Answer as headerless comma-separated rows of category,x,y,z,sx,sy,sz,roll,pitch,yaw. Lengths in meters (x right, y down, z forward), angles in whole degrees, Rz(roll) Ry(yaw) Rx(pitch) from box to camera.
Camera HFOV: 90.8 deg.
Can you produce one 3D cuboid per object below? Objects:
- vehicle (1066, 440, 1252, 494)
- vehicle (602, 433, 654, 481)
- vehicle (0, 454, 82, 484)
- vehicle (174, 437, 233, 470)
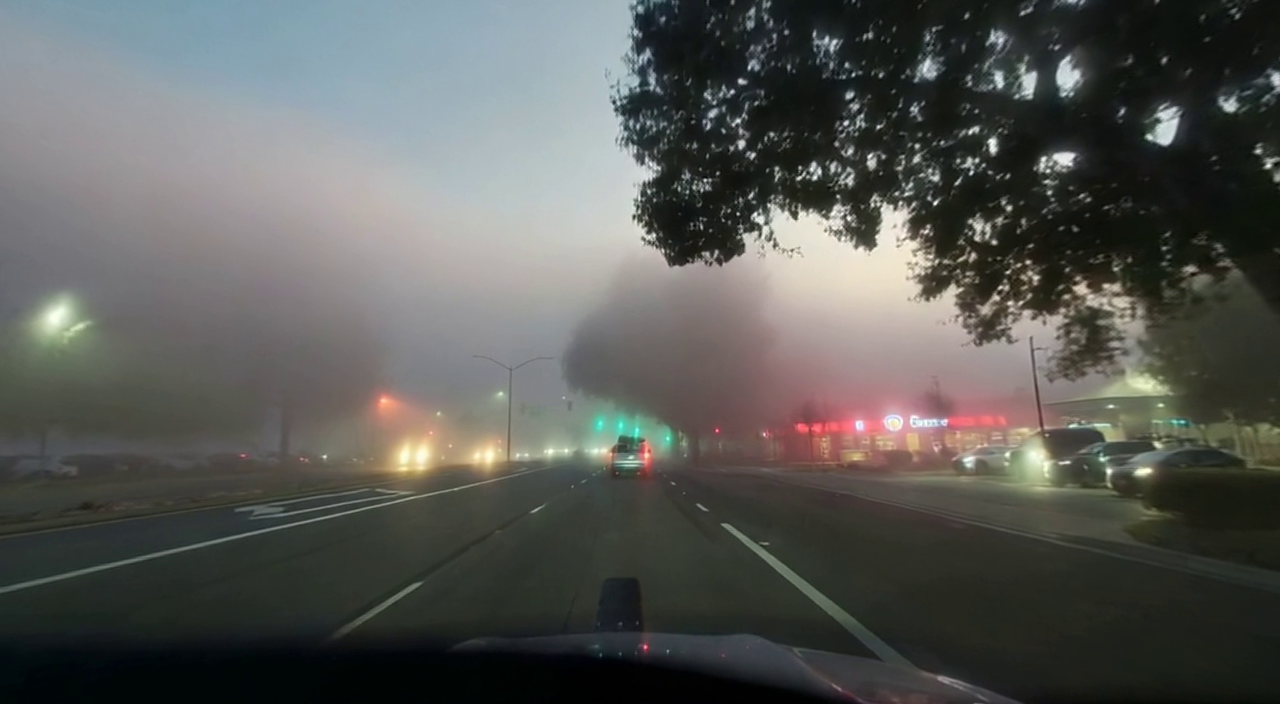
vehicle,16.462,3.645,20.227,4.290,1.617,1.751,0,-8,2
vehicle,-0.519,4.623,28.023,2.096,1.961,4.259,0,-8,-1
vehicle,-33.732,6.426,34.871,4.154,1.578,1.771,0,-8,1
vehicle,-32.826,7.625,47.732,2.818,2.313,5.508,5,-10,-27
